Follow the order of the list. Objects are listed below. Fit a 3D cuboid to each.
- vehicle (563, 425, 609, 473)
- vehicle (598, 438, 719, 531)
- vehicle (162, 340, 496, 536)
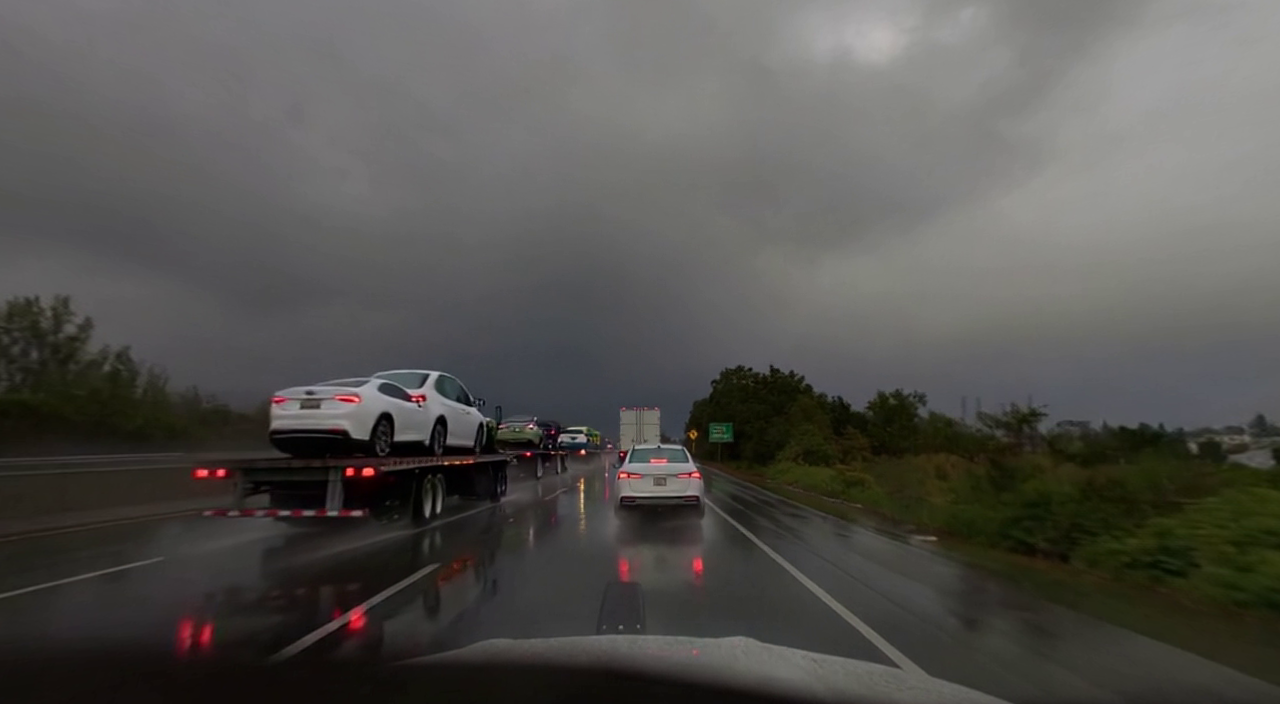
[{"bbox_3d":[-3.266,6.071,39.431,2.289,2.710,6.726,0,-9,0],"label":"vehicle"},{"bbox_3d":[0.267,2.446,12.163,1.991,1.507,3.391,0,-9,-1],"label":"vehicle"},{"bbox_3d":[-3.002,1.012,7.286,2.031,1.594,4.103,1,-9,-5],"label":"vehicle"}]
